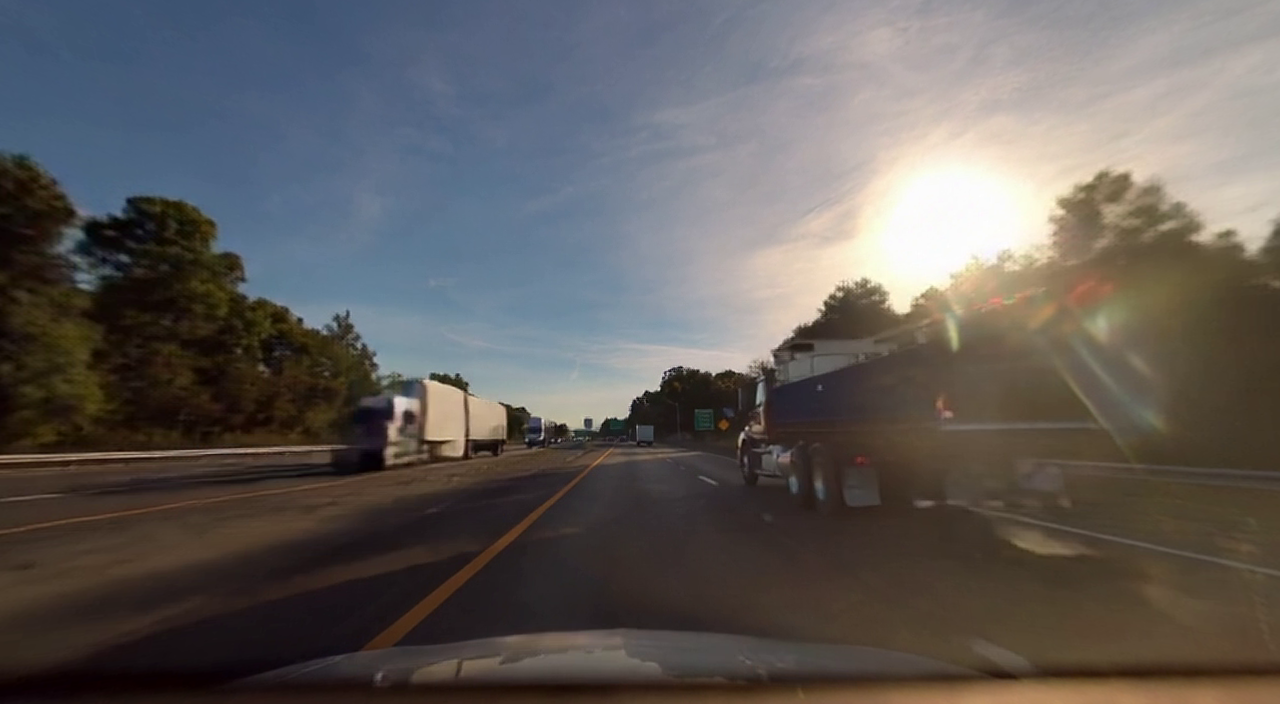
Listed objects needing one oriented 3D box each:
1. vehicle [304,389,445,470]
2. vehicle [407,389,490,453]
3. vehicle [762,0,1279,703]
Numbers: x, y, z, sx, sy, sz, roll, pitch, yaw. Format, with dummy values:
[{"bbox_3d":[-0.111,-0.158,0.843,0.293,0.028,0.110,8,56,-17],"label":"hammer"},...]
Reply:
[{"bbox_3d":[-9.594,2.942,23.737,2.261,2.615,6.889,0,-8,0],"label":"vehicle"},{"bbox_3d":[-13.088,4.938,44.174,2.933,4.039,9.567,0,-8,-1],"label":"vehicle"},{"bbox_3d":[3.952,0.174,6.866,2.911,3.994,10.840,0,-8,-1],"label":"vehicle"}]
